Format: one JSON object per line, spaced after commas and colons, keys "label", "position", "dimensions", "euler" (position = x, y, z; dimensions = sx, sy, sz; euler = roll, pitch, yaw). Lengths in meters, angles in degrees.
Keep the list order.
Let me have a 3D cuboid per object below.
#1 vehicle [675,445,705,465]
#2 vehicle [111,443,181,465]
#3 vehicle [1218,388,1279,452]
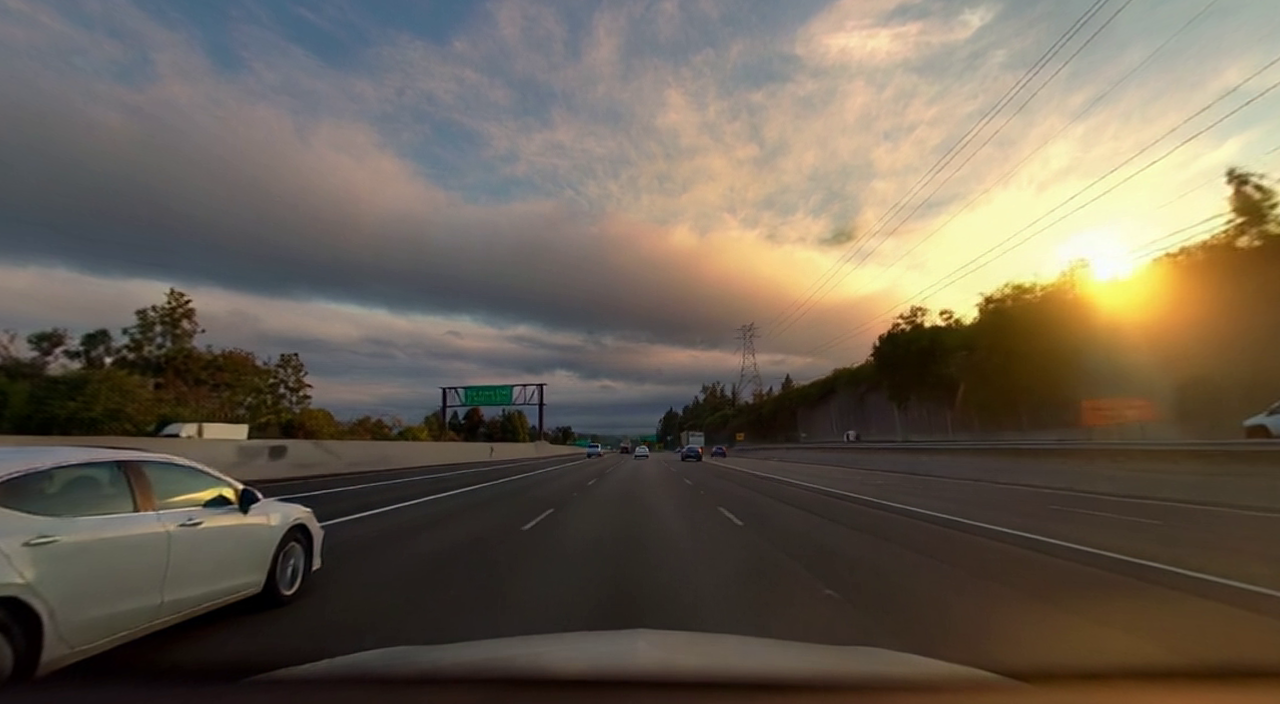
{"label": "vehicle", "position": [3.901, 8.152, 49.847], "dimensions": [2.076, 1.506, 4.050], "euler": [0, -9, 0]}
{"label": "vehicle", "position": [-35.082, 7.237, 44.839], "dimensions": [1.689, 1.526, 3.848], "euler": [0, -9, 2]}
{"label": "vehicle", "position": [41.802, 4.509, 41.221], "dimensions": [2.985, 3.956, 4.846], "euler": [0, -9, 1]}
